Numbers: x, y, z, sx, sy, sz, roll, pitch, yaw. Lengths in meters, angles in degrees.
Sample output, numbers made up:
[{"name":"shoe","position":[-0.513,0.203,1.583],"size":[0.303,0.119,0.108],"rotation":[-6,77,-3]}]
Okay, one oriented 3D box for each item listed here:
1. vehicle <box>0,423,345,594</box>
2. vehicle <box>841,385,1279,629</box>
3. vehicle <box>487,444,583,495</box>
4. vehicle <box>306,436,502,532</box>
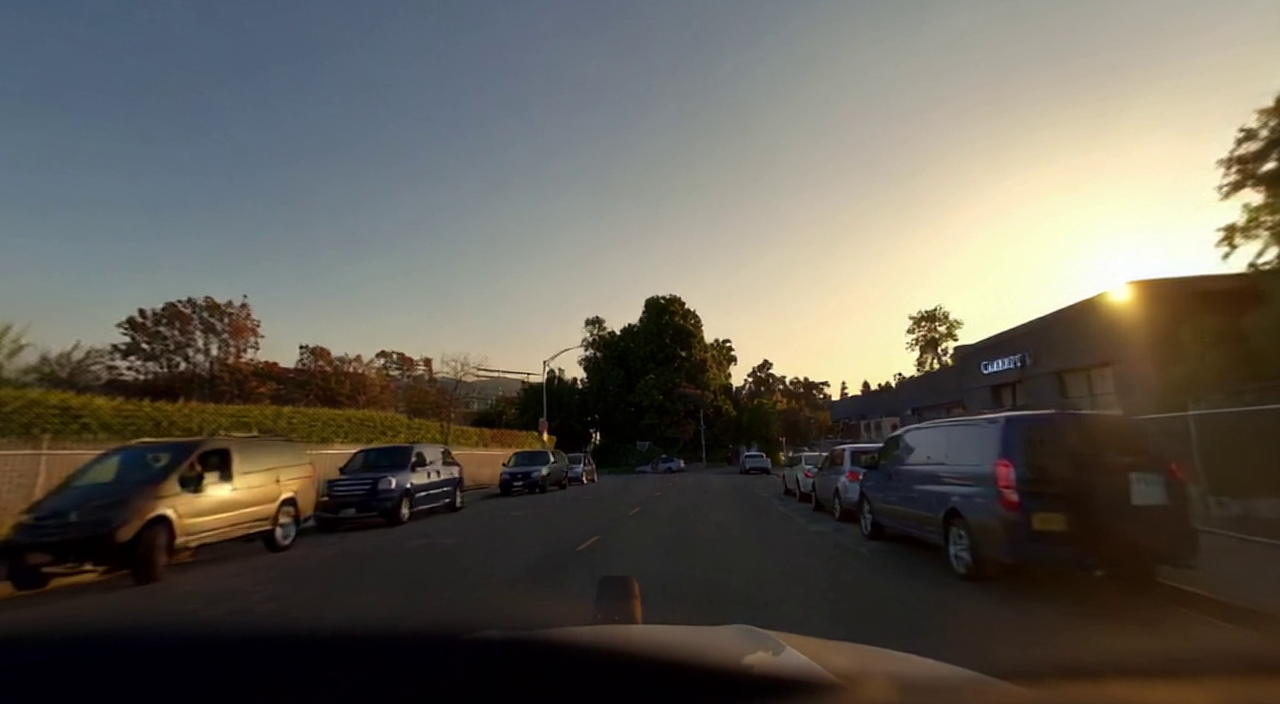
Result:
[{"name":"vehicle","position":[-6.398,2.072,9.280],"size":[1.857,1.908,4.081],"rotation":[-1,-8,5]},{"name":"vehicle","position":[4.577,1.714,8.319],"size":[2.327,2.021,5.850],"rotation":[0,-8,4]},{"name":"vehicle","position":[-4.308,4.930,27.094],"size":[2.504,1.919,5.658],"rotation":[-1,-8,7]},{"name":"vehicle","position":[-5.541,3.150,15.984],"size":[2.304,1.937,5.720],"rotation":[-1,-8,5]}]
